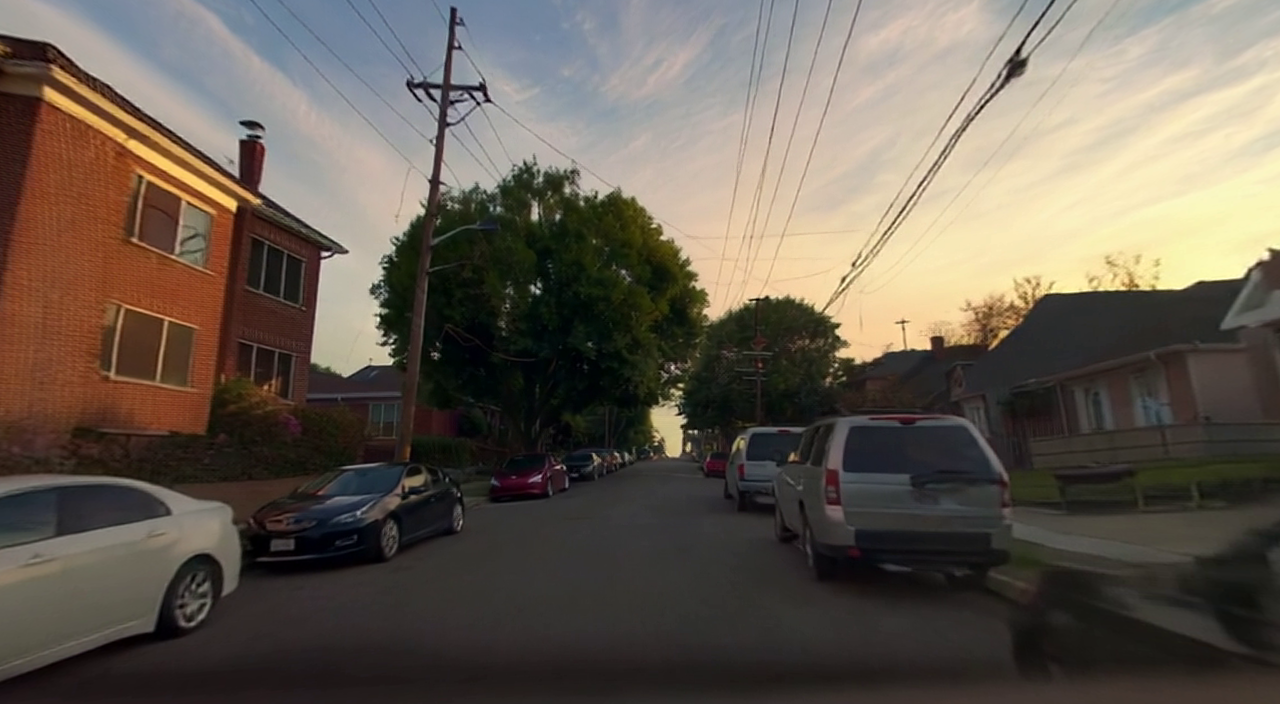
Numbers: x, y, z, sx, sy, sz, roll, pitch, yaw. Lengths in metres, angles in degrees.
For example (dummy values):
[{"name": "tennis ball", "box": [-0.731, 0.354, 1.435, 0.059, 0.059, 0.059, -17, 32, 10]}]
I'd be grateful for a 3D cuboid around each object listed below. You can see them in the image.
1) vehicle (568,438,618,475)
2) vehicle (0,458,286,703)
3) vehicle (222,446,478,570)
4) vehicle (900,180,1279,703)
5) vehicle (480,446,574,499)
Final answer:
[{"name": "vehicle", "box": [-2.599, 5.978, 36.376, 2.280, 1.953, 5.092, -1, -8, 3]}, {"name": "vehicle", "box": [-4.629, 1.449, 4.060, 1.932, 1.431, 4.198, -1, -8, 7]}, {"name": "vehicle", "box": [-4.268, 2.300, 10.225, 1.796, 1.532, 4.244, -1, -8, 6]}, {"name": "vehicle", "box": [2.270, 0.526, 0.820, 2.032, 1.839, 4.597, 0, -8, 2]}, {"name": "vehicle", "box": [-3.574, 3.892, 20.942, 1.988, 1.541, 4.686, -1, -8, 4]}]
